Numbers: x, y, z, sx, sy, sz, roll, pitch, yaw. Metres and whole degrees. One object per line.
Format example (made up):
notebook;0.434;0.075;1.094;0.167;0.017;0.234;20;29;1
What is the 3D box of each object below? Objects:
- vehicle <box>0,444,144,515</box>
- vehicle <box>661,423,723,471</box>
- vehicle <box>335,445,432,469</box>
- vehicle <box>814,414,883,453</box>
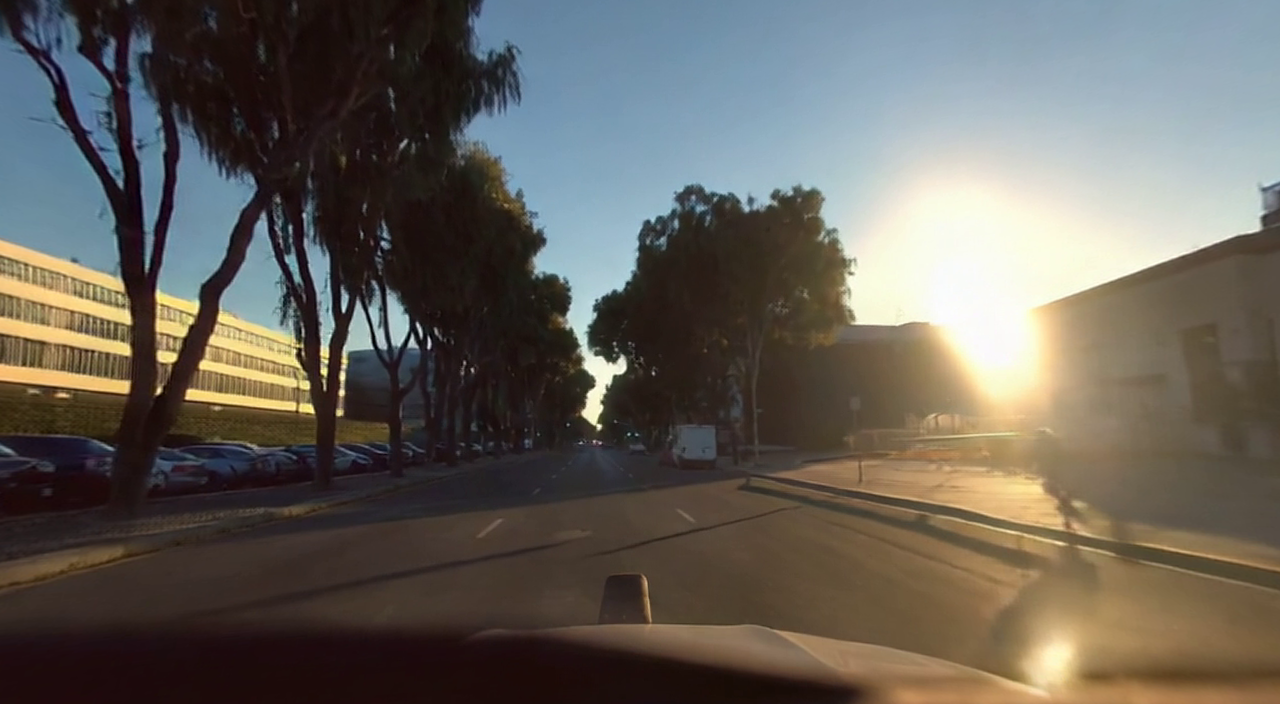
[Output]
vehicle;-14.452;2.828;14.254;4.625;1.477;2.054;0;-8;-3
vehicle;2.882;5.565;37.066;2.596;2.509;6.178;1;-8;-5
vehicle;-16.421;6.740;40.611;5.269;1.491;2.133;0;-8;-3
vehicle;15.257;6.097;46.648;2.341;2.648;6.024;1;-8;-7
